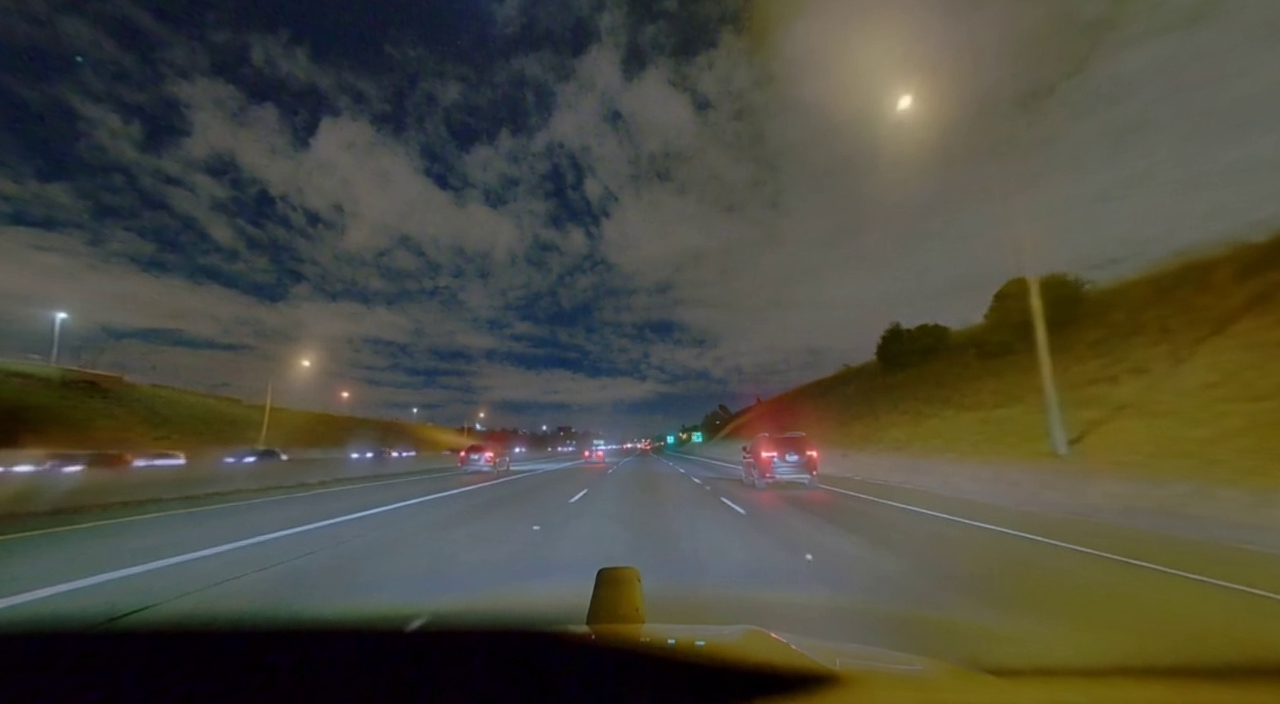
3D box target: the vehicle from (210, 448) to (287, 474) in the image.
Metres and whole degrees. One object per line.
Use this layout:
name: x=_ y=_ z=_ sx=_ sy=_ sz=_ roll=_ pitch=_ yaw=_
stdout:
vehicle: x=-25.291 y=7.021 z=40.917 sx=1.903 sy=1.589 sz=4.710 roll=0 pitch=-9 yaw=1

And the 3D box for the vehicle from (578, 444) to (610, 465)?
vehicle: x=-3.600 y=8.071 z=49.751 sx=2.067 sy=1.528 sz=4.551 roll=0 pitch=-9 yaw=1

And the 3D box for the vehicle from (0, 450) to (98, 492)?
vehicle: x=-25.511 y=4.878 z=26.135 sx=1.914 sy=1.556 sz=4.594 roll=0 pitch=-9 yaw=0

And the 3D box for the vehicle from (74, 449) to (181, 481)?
vehicle: x=-29.425 y=6.460 z=36.416 sx=1.967 sy=1.693 sz=4.952 roll=0 pitch=-9 yaw=0

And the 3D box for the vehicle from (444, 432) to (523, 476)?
vehicle: x=-7.610 y=5.039 z=31.296 sx=2.341 sy=1.959 sz=5.684 roll=0 pitch=-9 yaw=1

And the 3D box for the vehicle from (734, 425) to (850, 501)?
vehicle: x=3.867 y=2.906 z=16.831 sx=1.990 sy=1.735 sz=4.276 roll=0 pitch=-9 yaw=0
